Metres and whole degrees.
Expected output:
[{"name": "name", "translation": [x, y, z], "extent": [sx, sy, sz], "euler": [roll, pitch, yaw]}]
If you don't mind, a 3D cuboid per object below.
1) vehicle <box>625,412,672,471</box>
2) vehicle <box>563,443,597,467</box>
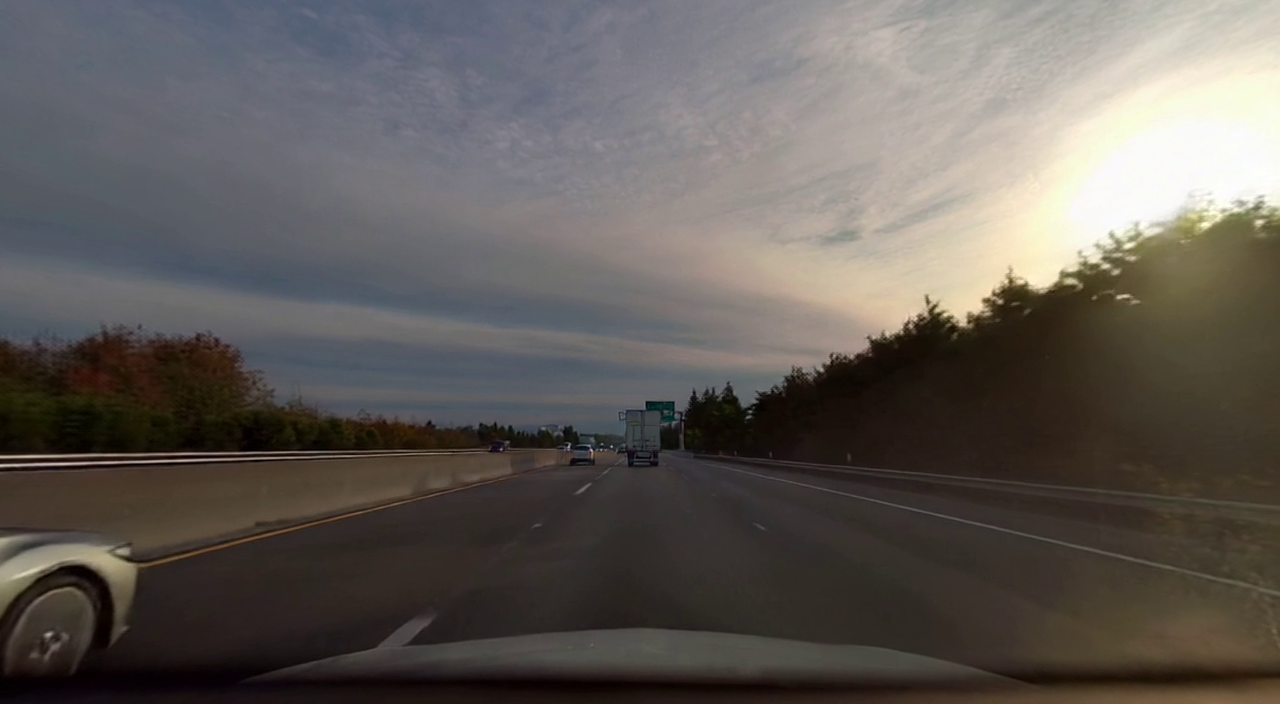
[{"name": "vehicle", "translation": [0.446, 6.226, 43.690], "extent": [2.893, 3.628, 9.081], "euler": [0, -9, -1]}, {"name": "vehicle", "translation": [-4.387, 7.582, 46.433], "extent": [2.079, 1.656, 3.965], "euler": [0, -9, 0]}]
